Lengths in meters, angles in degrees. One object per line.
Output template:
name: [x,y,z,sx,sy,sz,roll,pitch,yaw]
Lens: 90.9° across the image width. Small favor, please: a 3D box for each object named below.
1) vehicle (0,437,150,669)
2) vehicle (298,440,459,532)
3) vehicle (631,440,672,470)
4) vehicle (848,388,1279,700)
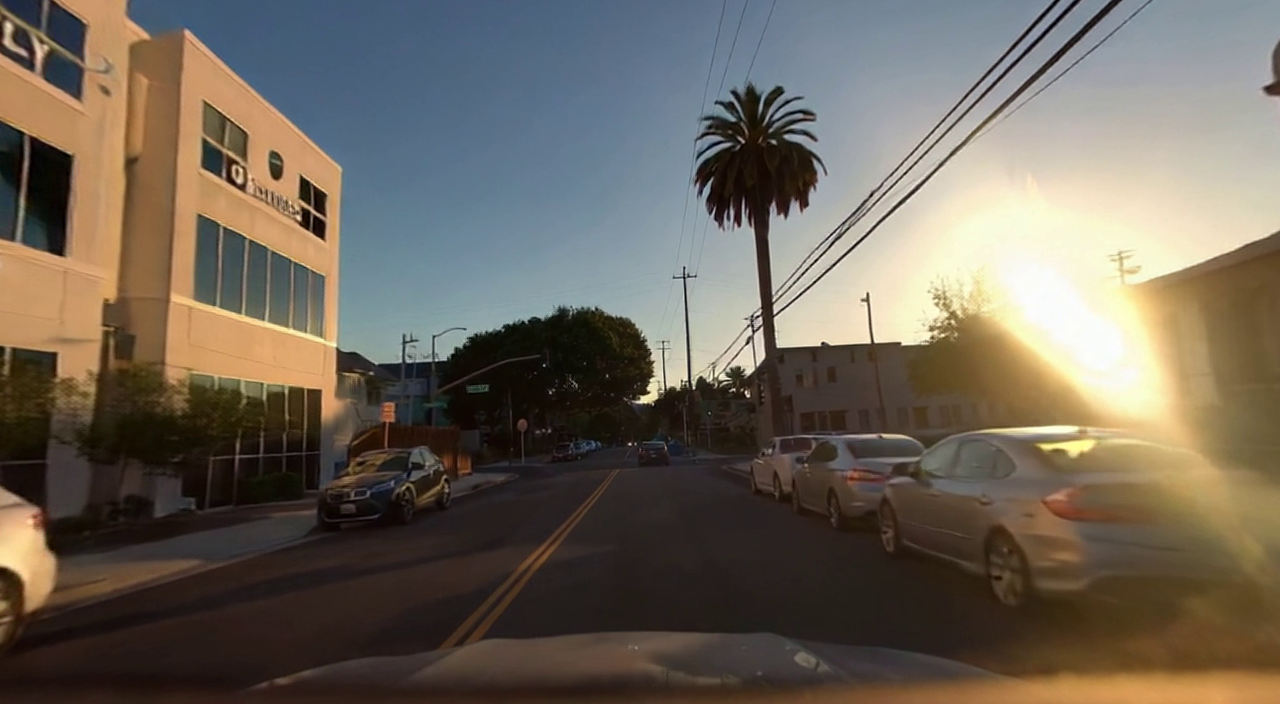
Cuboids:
vehicle: [-6.262,1.469,3.957,2.007,1.876,5.361,-1,-9,0]
vehicle: [-6.164,3.185,15.680,2.126,1.864,4.831,0,-9,-3]
vehicle: [0.571,5.674,34.972,2.125,1.524,4.404,-1,-9,-1]
vehicle: [3.617,1.360,5.760,1.948,1.607,4.873,-1,-9,3]
